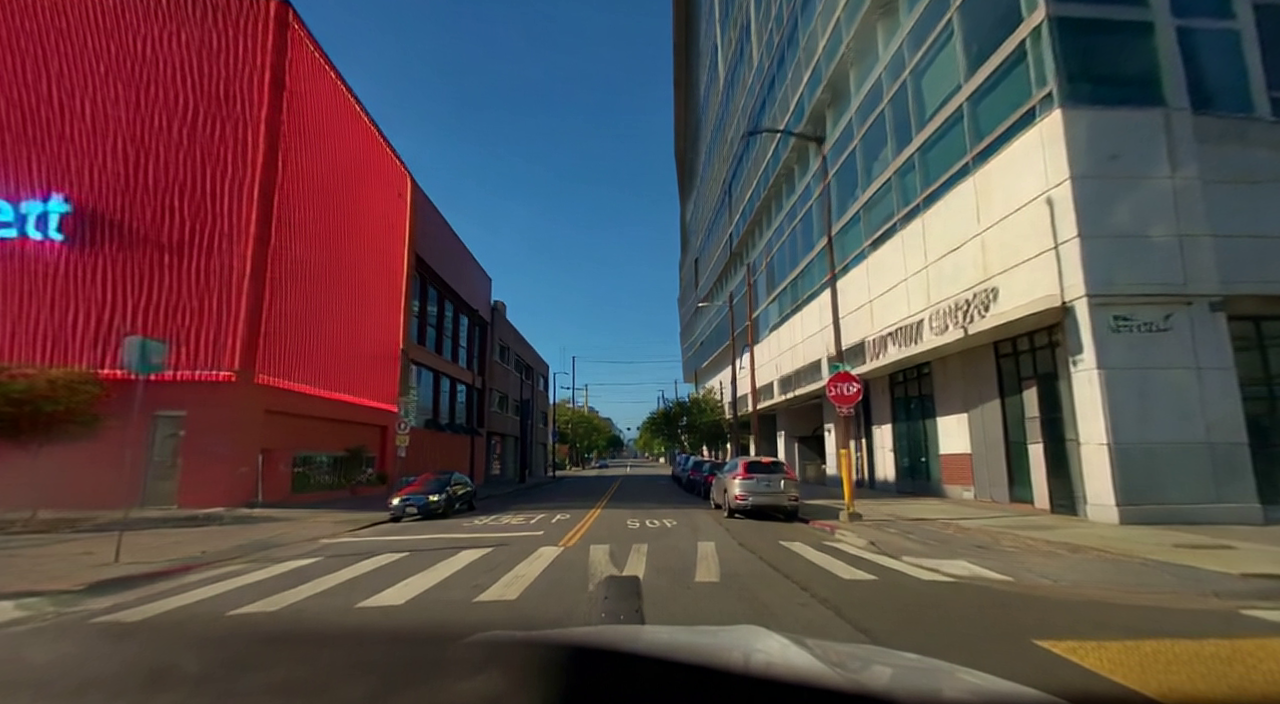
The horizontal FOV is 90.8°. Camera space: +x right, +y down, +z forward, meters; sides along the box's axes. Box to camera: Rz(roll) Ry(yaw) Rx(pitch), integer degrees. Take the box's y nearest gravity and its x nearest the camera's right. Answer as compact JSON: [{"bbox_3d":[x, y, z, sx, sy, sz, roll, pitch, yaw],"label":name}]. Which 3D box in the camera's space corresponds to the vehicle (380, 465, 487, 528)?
[{"bbox_3d":[-5.655,3.977,17.829,1.864,1.447,3.887,0,-9,-2],"label":"vehicle"}]

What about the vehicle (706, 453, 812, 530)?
[{"bbox_3d":[2.947,3.535,16.640,1.917,1.680,4.500,0,-9,0],"label":"vehicle"}]
